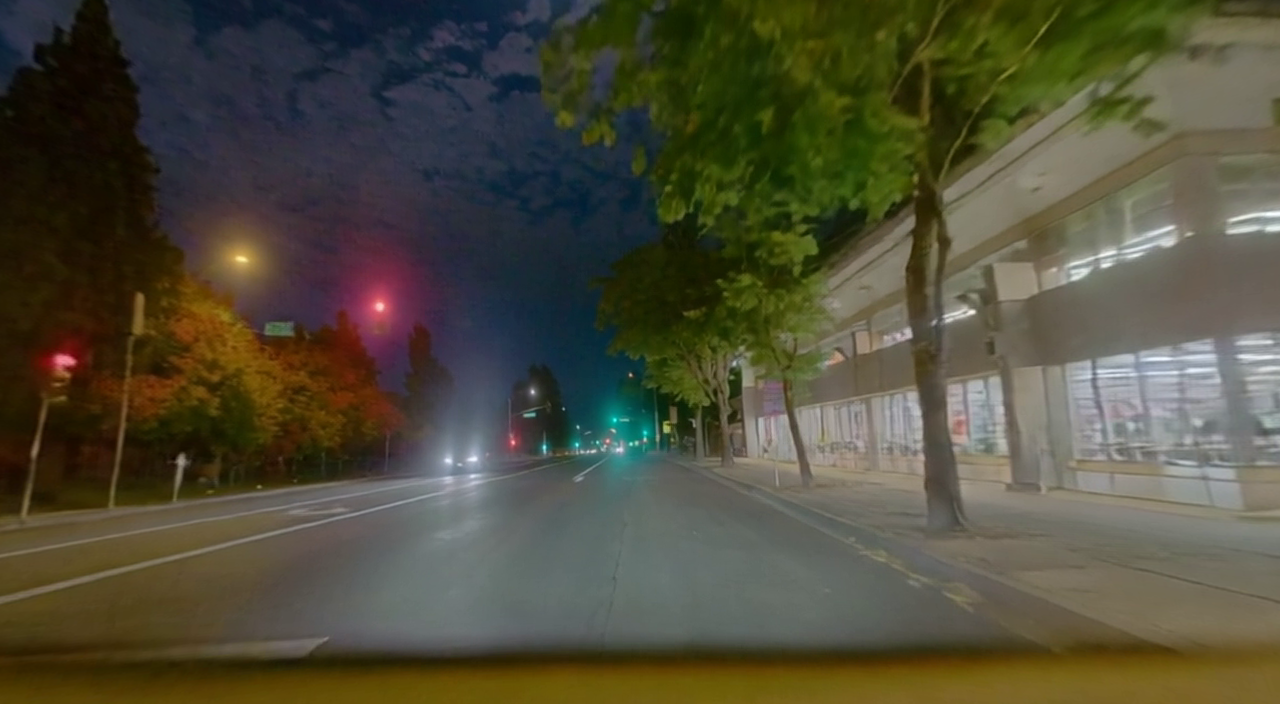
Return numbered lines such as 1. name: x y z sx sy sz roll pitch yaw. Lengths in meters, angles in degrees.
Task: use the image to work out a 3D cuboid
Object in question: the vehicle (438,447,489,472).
1. vehicle: -11.444 6.977 41.171 1.889 1.499 4.541 0 -9 1
